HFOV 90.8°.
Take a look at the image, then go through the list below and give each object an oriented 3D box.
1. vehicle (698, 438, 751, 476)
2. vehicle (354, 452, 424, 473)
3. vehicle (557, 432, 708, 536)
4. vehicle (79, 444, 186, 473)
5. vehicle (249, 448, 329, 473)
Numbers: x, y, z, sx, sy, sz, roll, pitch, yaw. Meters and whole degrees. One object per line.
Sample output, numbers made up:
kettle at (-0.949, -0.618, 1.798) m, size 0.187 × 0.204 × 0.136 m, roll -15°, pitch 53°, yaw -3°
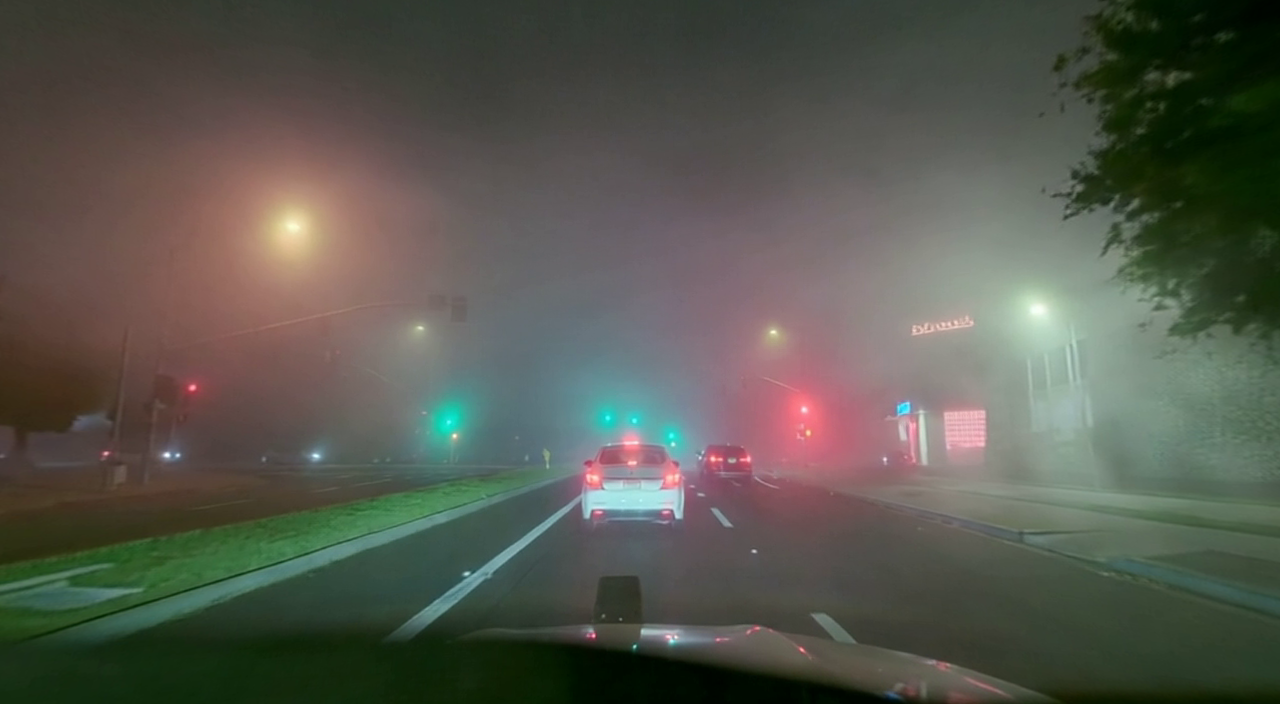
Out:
vehicle at (4.362, 5.523, 33.467) m, size 2.092 × 1.851 × 4.913 m, roll 0°, pitch -9°, yaw 0°
vehicle at (-18.689, 8.216, 47.211) m, size 4.548 × 1.449 × 1.802 m, roll 2°, pitch -9°, yaw -12°
vehicle at (-0.072, 2.230, 11.310) m, size 2.173 × 1.479 × 4.264 m, roll 0°, pitch -9°, yaw 1°
vehicle at (-32.439, 6.806, 40.537) m, size 4.877 × 1.754 × 1.978 m, roll 2°, pitch -9°, yaw -11°
vehicle at (-25.305, 7.814, 45.736) m, size 4.575 × 1.718 × 2.008 m, roll 2°, pitch -9°, yaw -11°
